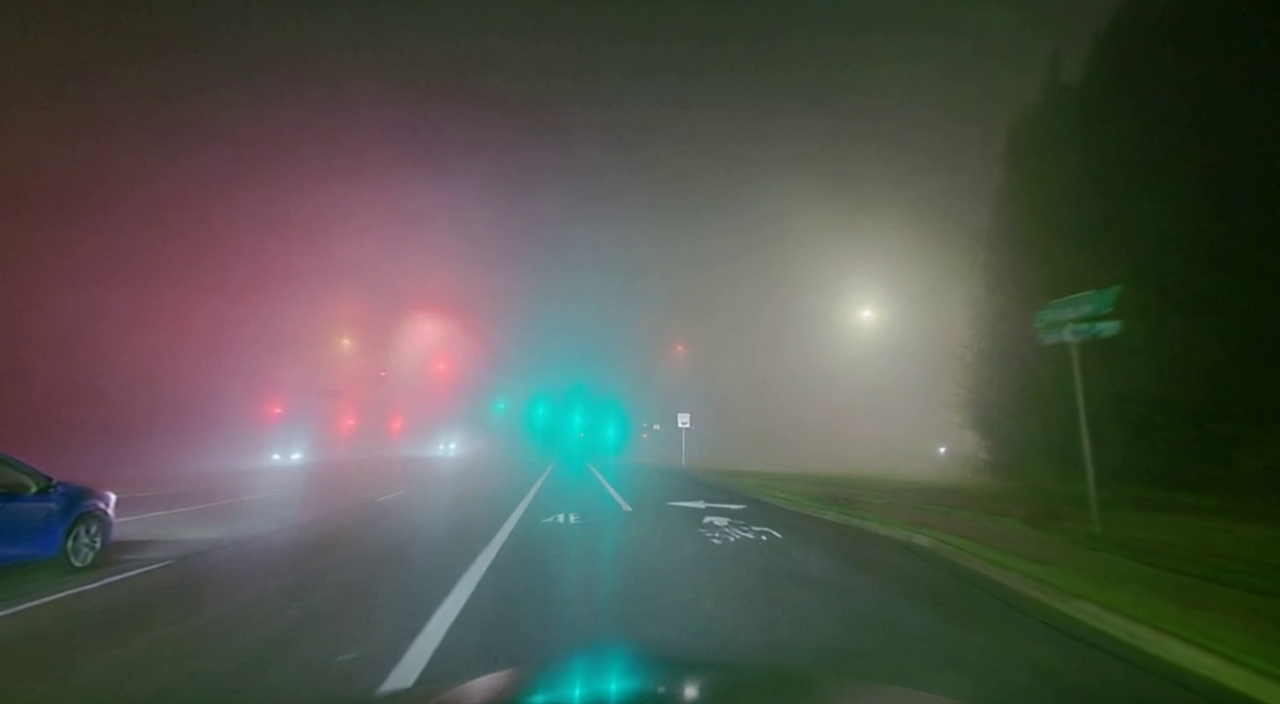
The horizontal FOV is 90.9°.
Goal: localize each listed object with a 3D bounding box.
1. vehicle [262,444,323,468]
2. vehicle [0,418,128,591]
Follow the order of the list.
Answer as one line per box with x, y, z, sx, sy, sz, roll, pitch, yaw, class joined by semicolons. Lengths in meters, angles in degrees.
-22.868;6.835;41.653;1.877;1.492;4.205;1;-8;-5;vehicle
-6.645;1.251;4.864;2.096;1.521;4.231;1;-8;-6;vehicle
